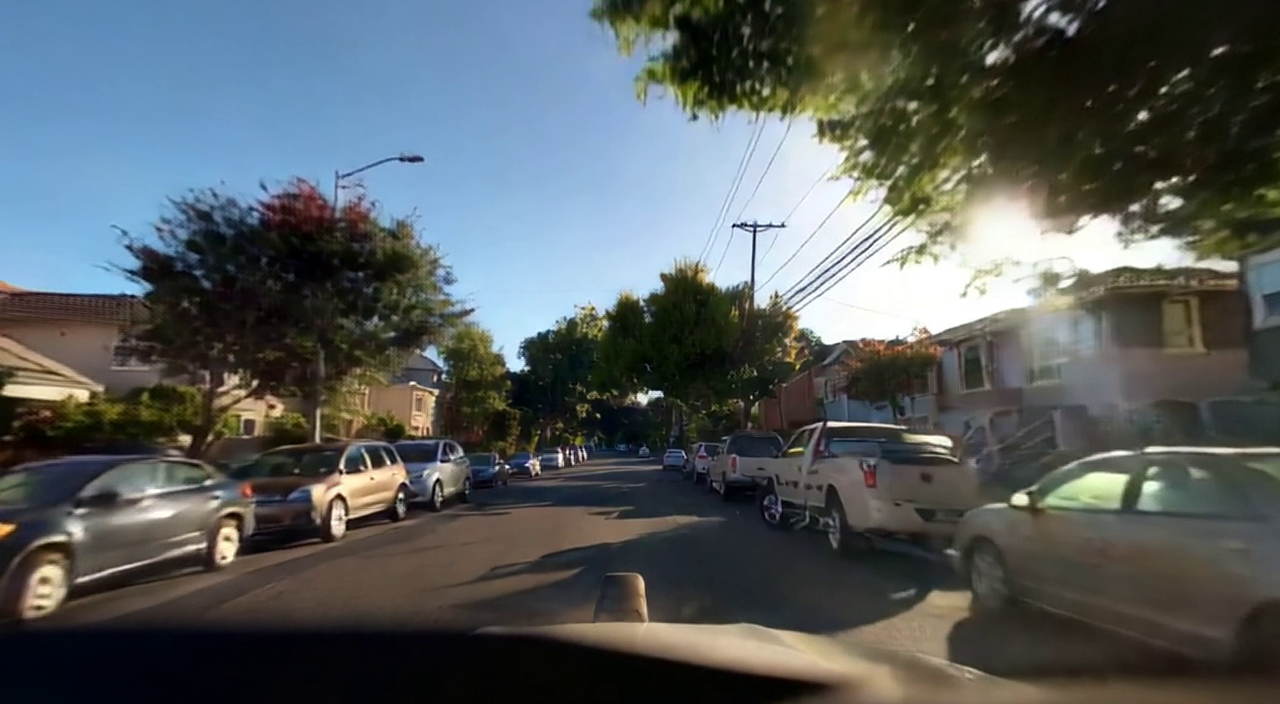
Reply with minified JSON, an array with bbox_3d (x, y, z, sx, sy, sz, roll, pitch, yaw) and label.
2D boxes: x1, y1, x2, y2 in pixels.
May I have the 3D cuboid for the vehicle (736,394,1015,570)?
[{"bbox_3d":[3.244,1.942,10.304,2.237,2.071,5.332,0,-8,-3],"label":"vehicle"}]

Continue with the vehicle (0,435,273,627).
[{"bbox_3d":[-5.928,1.699,6.886,1.745,1.502,3.648,0,-8,-2],"label":"vehicle"}]

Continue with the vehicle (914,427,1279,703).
[{"bbox_3d":[3.890,1.312,4.300,1.990,1.521,4.153,0,-8,-3],"label":"vehicle"}]

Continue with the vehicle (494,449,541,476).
[{"bbox_3d":[-6.772,6.129,35.296,1.958,1.359,4.357,0,-8,-3],"label":"vehicle"}]

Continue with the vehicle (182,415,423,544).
[{"bbox_3d":[-5.969,2.290,12.043,2.034,1.923,4.713,0,-8,-1],"label":"vehicle"}]
